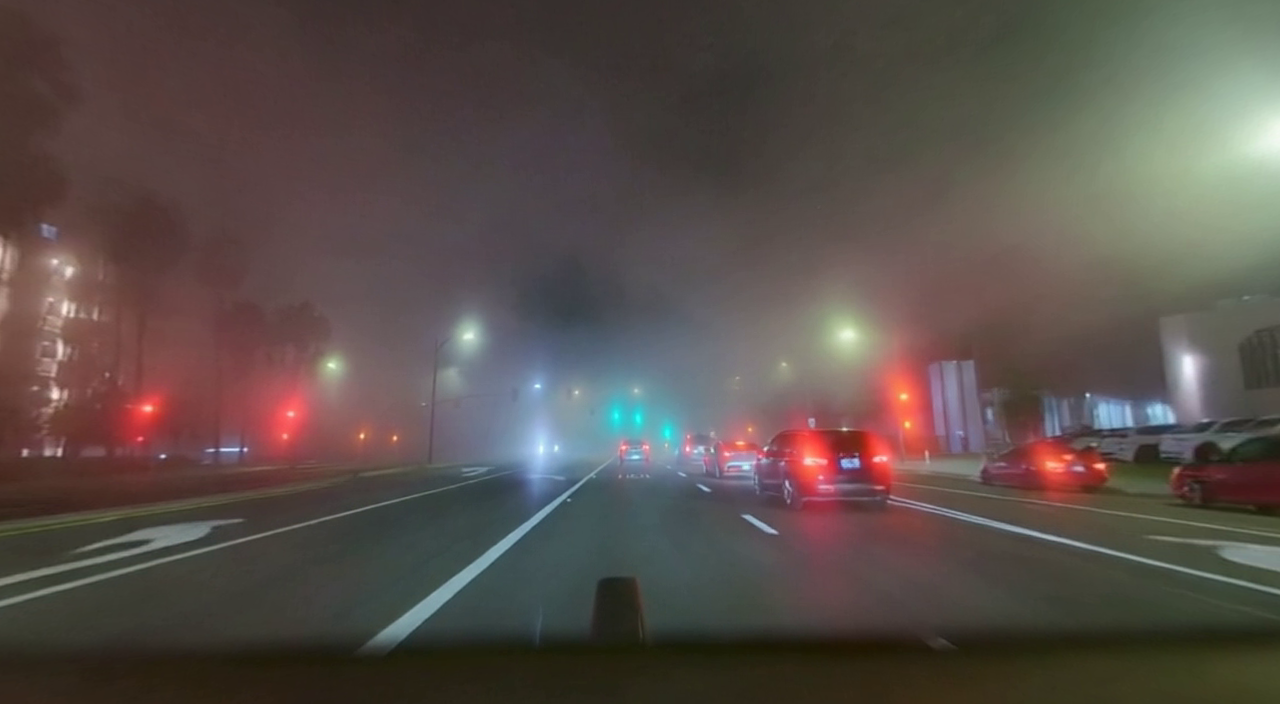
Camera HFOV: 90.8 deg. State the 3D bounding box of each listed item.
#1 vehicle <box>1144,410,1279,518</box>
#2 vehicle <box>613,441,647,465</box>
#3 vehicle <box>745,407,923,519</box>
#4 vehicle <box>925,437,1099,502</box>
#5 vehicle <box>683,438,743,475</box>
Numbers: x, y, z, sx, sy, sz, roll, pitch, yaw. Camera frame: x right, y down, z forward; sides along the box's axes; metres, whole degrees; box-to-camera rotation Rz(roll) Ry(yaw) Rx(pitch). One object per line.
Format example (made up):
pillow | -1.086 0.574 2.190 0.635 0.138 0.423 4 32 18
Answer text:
vehicle | 12.723 2.053 11.590 2.157 1.937 5.386 0 -9 -5
vehicle | -0.662 6.550 41.114 2.115 1.464 4.205 0 -9 -2
vehicle | 3.754 2.273 13.327 2.104 1.910 4.693 0 -9 -2
vehicle | 9.680 3.071 16.950 1.871 1.465 4.395 0 -9 -2
vehicle | 3.189 4.675 28.464 2.010 1.509 4.377 0 -9 -3
